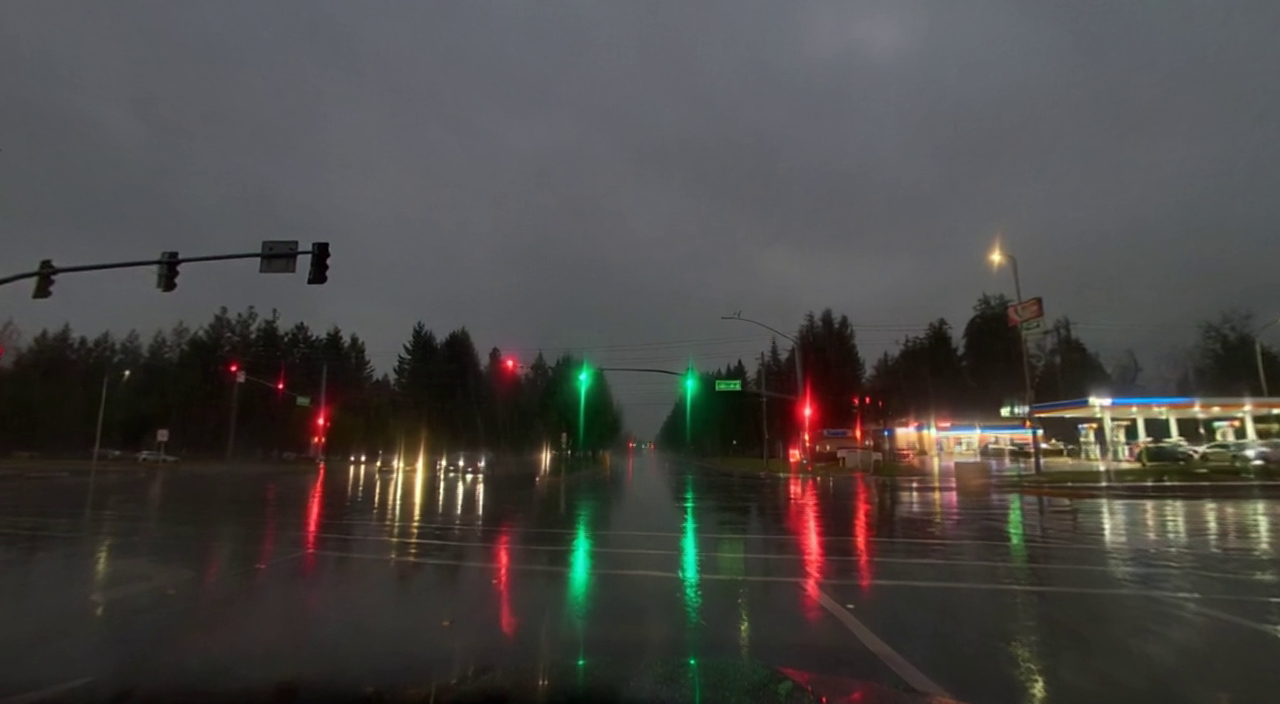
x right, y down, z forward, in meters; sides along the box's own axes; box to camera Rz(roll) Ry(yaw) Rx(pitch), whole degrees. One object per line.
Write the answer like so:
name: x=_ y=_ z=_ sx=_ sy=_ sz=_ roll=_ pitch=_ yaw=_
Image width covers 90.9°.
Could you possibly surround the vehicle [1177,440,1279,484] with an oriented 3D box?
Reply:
vehicle: x=22.088 y=3.782 z=21.835 sx=4.716 sy=1.455 sz=2.060 roll=-3 pitch=-9 yaw=17
